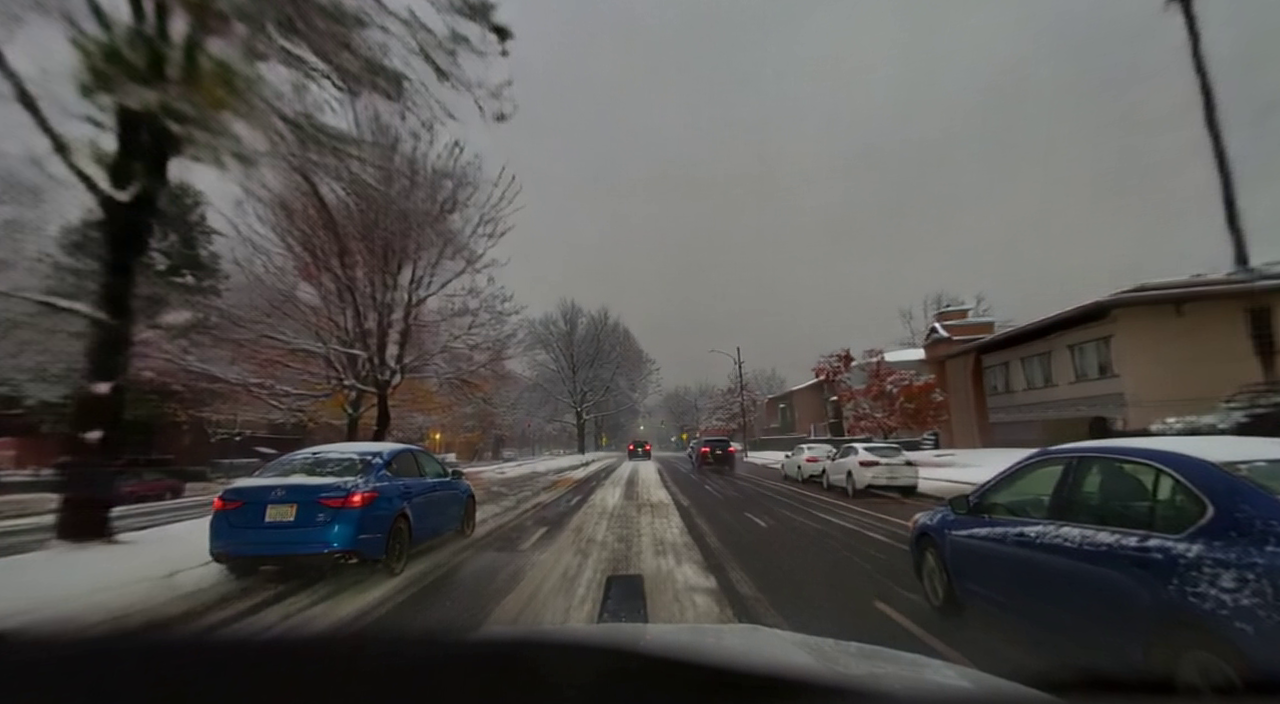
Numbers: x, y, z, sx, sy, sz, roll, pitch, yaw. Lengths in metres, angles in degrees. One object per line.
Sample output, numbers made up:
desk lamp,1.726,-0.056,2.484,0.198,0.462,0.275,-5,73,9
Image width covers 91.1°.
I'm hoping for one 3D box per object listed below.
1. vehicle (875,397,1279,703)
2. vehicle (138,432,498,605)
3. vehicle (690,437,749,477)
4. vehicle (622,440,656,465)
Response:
vehicle,3.237,1.113,3.603,2.060,1.474,4.475,0,-8,0
vehicle,-3.316,1.779,7.769,1.997,1.479,4.547,0,-8,1
vehicle,3.548,4.768,28.849,2.019,1.675,4.488,0,-8,-1
vehicle,-0.069,7.070,44.461,2.293,1.662,4.262,0,-8,1
